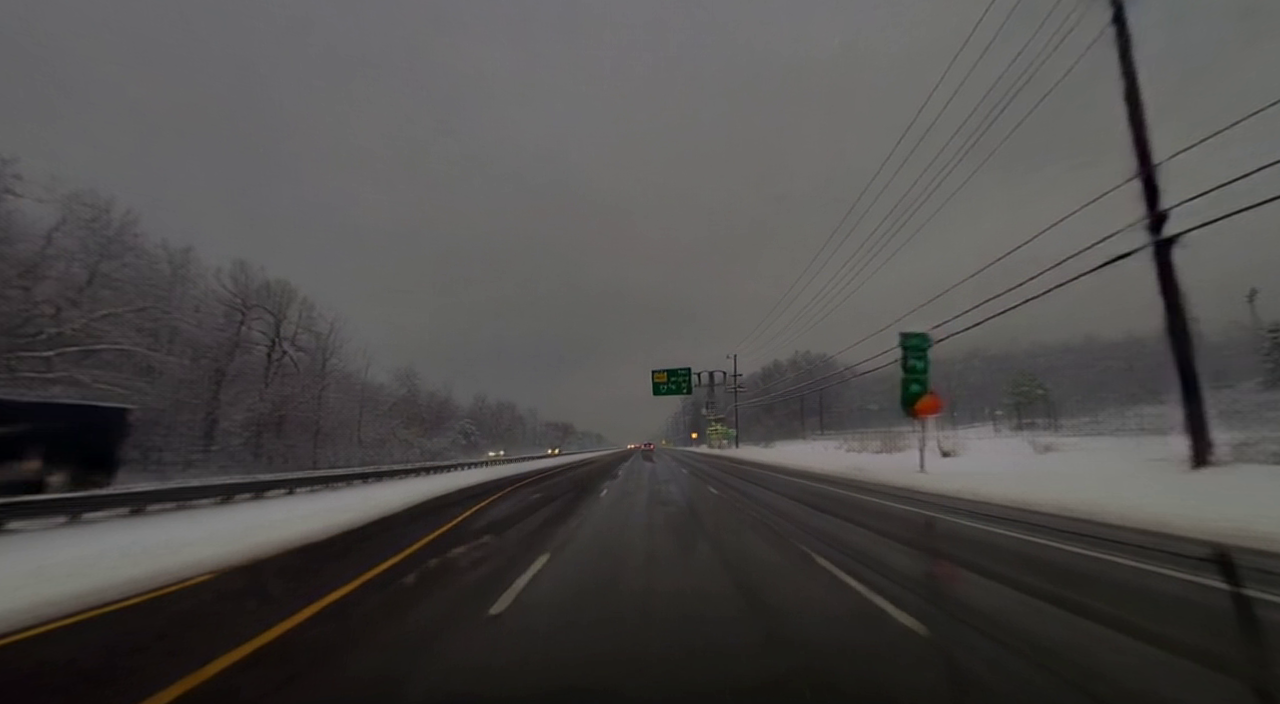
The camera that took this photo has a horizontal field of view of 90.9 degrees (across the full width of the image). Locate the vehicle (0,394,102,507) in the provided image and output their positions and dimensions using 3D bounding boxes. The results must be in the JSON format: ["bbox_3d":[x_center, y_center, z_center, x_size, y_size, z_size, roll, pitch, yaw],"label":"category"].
[{"bbox_3d":[-20.974,2.812,17.941,2.949,3.403,9.367,0,-8,0],"label":"vehicle"}]
